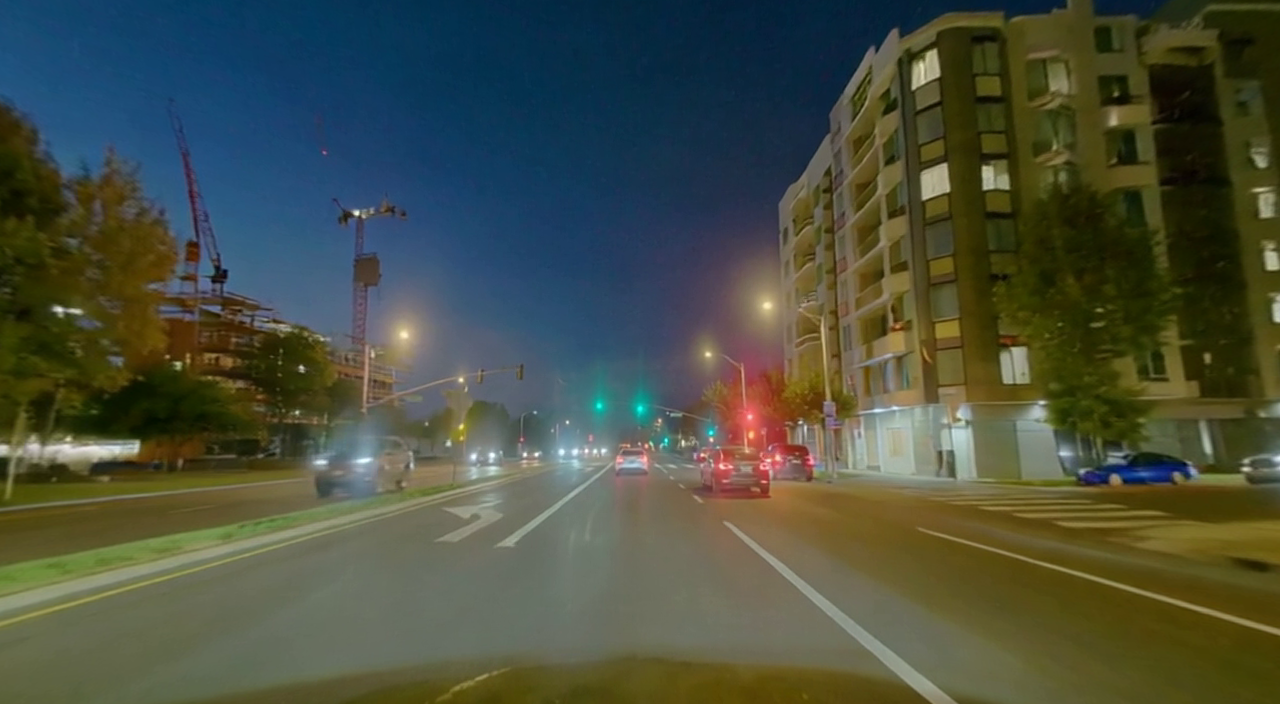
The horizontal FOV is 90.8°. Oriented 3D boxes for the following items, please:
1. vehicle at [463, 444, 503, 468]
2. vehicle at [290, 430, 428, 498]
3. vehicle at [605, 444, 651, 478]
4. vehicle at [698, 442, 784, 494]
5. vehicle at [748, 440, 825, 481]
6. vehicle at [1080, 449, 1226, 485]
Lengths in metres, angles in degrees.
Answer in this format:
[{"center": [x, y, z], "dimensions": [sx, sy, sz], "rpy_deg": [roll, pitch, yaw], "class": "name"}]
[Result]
[{"center": [-12.138, 8.070, 49.162], "dimensions": [1.975, 1.714, 4.638], "rpy_deg": [0, -9, 0], "class": "vehicle"}, {"center": [-8.525, 3.446, 19.759], "dimensions": [2.111, 1.832, 4.778], "rpy_deg": [0, -9, 0], "class": "vehicle"}, {"center": [-0.566, 5.088, 29.783], "dimensions": [2.006, 1.487, 3.535], "rpy_deg": [0, -9, -1], "class": "vehicle"}, {"center": [3.067, 3.609, 20.024], "dimensions": [1.910, 1.474, 4.003], "rpy_deg": [0, -9, -2], "class": "vehicle"}, {"center": [7.165, 5.360, 31.552], "dimensions": [2.317, 1.852, 5.530], "rpy_deg": [0, -9, -2], "class": "vehicle"}, {"center": [19.068, 4.277, 23.620], "dimensions": [3.839, 1.281, 1.836], "rpy_deg": [0, -9, 0], "class": "vehicle"}]
